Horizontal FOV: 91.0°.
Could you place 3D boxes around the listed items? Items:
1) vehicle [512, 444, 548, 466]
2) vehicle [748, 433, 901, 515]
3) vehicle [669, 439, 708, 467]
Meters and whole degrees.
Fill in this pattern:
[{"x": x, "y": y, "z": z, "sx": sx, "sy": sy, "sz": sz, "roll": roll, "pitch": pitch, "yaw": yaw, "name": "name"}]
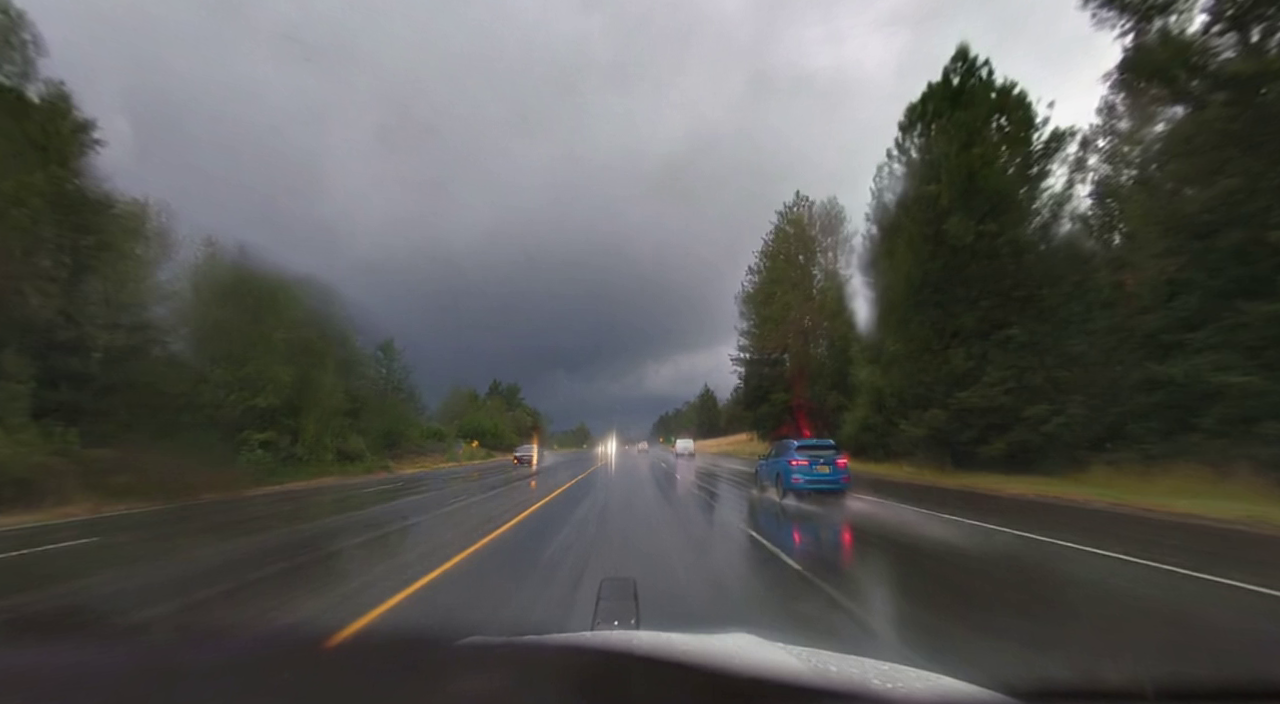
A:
[{"x": -8.004, "y": 7.513, "z": 46.167, "sx": 1.925, "sy": 1.512, "sz": 4.387, "roll": 0, "pitch": -8, "yaw": 0, "name": "vehicle"}, {"x": 3.831, "y": 2.592, "z": 13.965, "sx": 1.999, "sy": 1.501, "sz": 4.221, "roll": 0, "pitch": -8, "yaw": -2, "name": "vehicle"}, {"x": 3.119, "y": 6.578, "z": 41.226, "sx": 2.043, "sy": 1.673, "sz": 4.016, "roll": 0, "pitch": -8, "yaw": -2, "name": "vehicle"}]
